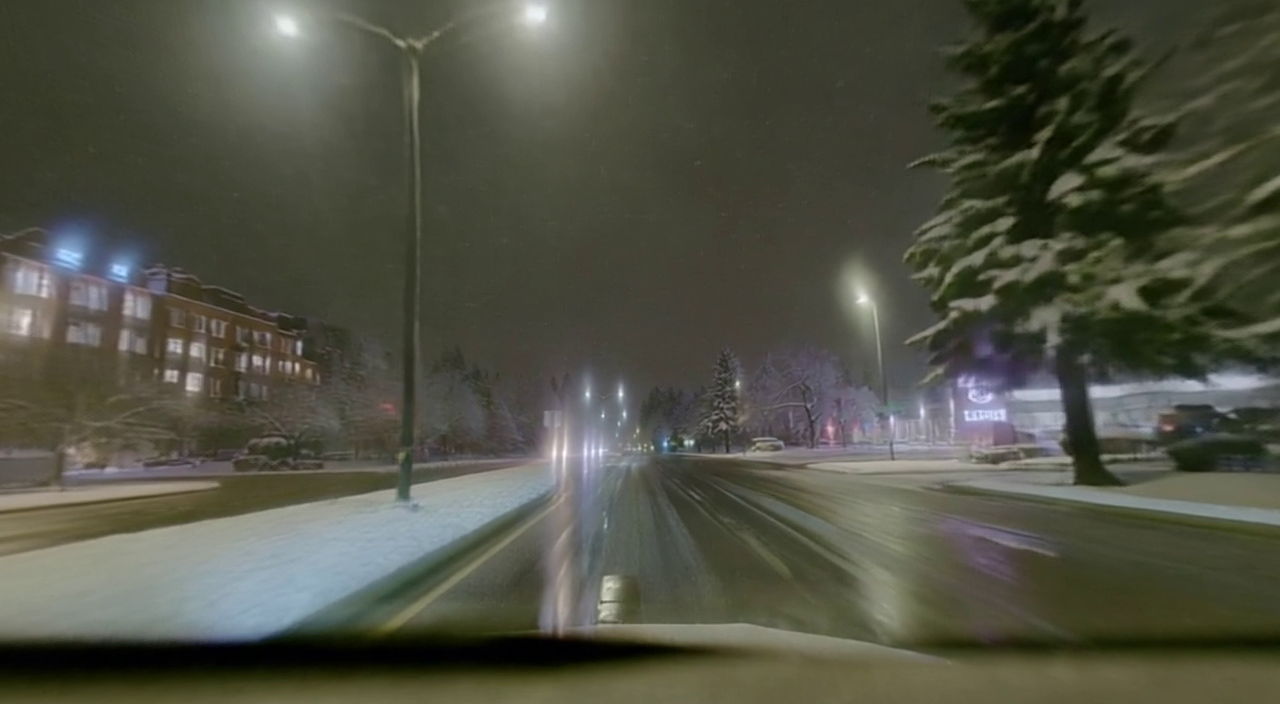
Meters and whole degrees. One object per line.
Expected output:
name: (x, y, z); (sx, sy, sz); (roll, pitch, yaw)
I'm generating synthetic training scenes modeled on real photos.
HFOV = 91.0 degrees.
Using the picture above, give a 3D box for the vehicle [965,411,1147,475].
vehicle: (22.053, 4.838, 33.689); (7.634, 3.061, 2.777); (-1, -8, 0)

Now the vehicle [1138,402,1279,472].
vehicle: (33.531, 4.665, 34.338); (10.143, 3.636, 2.880); (0, -9, -2)

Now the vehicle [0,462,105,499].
vehicle: (-29.620, 6.233, 30.630); (4.739, 1.638, 2.515); (0, -9, -1)
